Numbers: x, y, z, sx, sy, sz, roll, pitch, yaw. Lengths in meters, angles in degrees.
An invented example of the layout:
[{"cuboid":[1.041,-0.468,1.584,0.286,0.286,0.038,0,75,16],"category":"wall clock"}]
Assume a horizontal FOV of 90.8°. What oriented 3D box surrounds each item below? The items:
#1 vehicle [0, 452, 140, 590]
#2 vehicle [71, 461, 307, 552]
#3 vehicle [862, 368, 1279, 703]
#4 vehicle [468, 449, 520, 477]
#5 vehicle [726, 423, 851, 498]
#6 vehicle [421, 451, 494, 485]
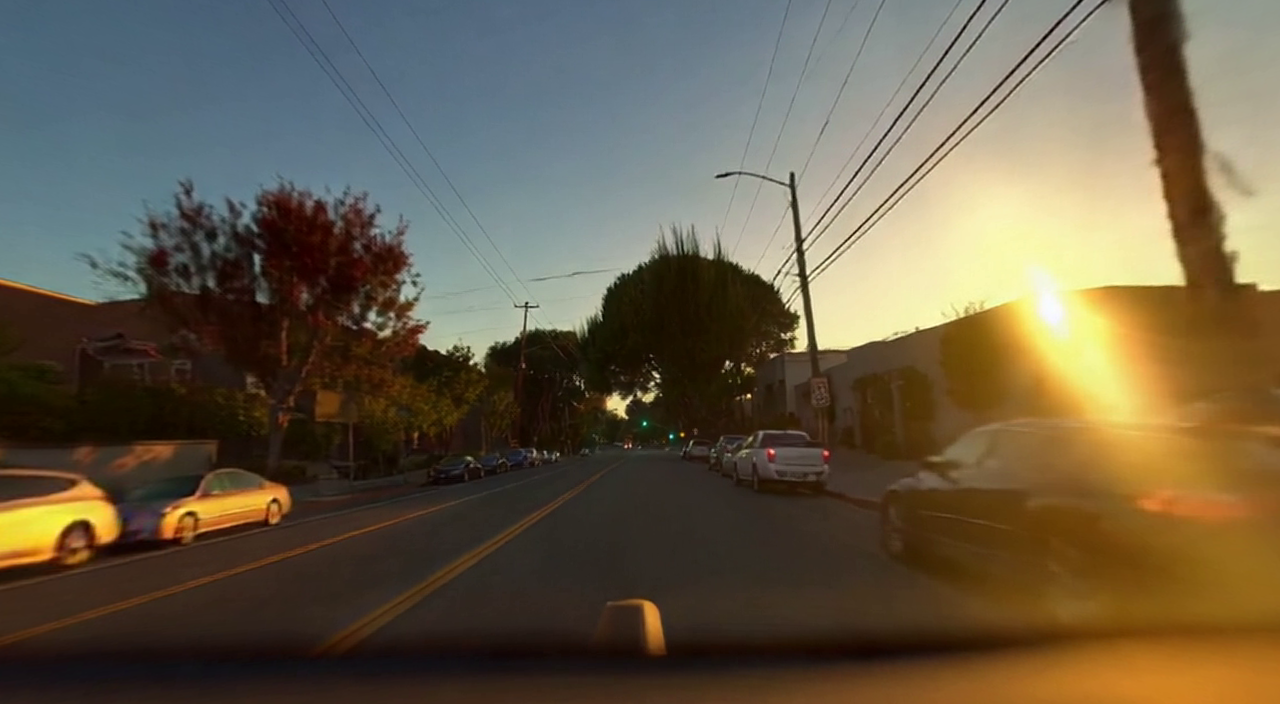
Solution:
[{"cuboid":[-9.365,2.223,8.207,2.061,1.748,4.316,-1,-8,2],"category":"vehicle"},{"cuboid":[-9.185,3.119,13.452,1.818,1.469,4.349,0,-8,0],"category":"vehicle"},{"cuboid":[3.714,1.219,5.074,2.089,1.638,4.628,0,-8,-1],"category":"vehicle"},{"cuboid":[-8.705,6.639,38.057,1.948,1.508,4.656,-1,-8,2],"category":"vehicle"},{"cuboid":[3.848,2.921,17.447,2.225,1.759,4.817,0,-8,-1],"category":"vehicle"},{"cuboid":[-8.923,5.680,31.302,2.208,1.508,4.590,0,-8,0],"category":"vehicle"}]
